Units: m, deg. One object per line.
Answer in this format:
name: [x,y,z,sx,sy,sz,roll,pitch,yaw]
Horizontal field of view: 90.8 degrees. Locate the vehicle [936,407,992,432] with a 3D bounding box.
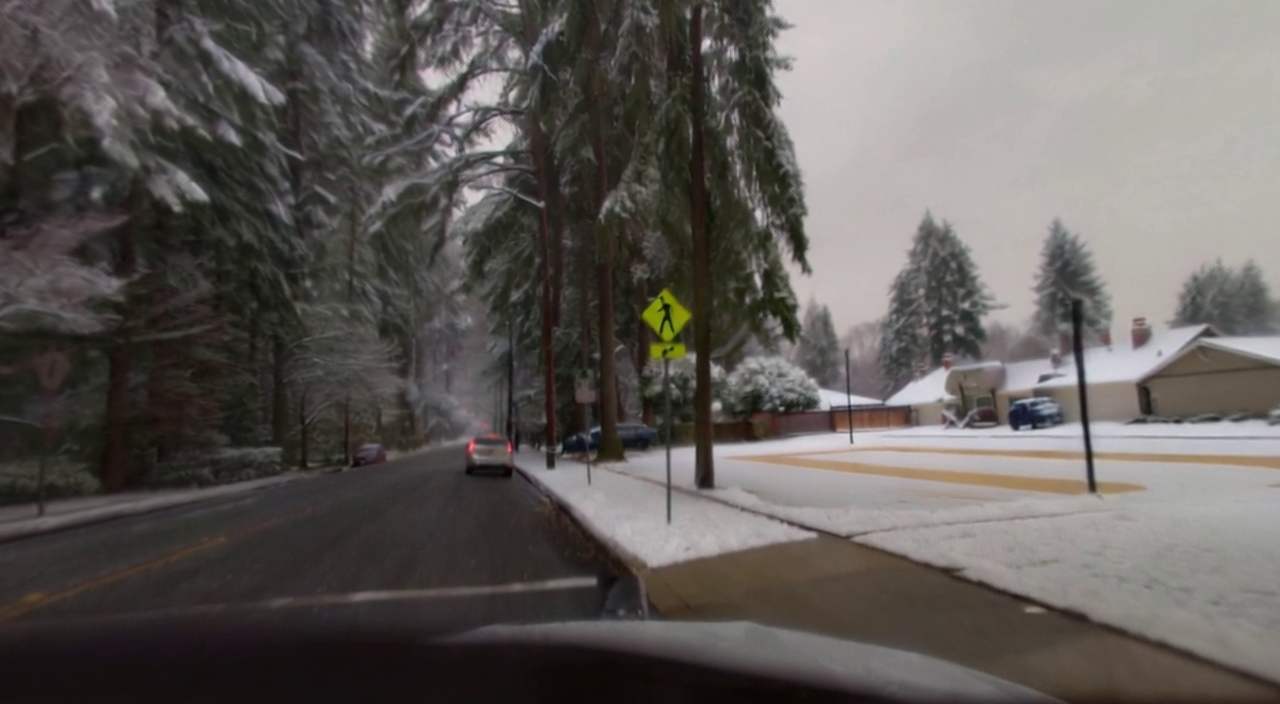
vehicle: [22.348,4.694,43.510,4.245,1.601,1.912,7,-11,-41]

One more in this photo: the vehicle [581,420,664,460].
vehicle: [-0.929,4.880,35.230,1.954,1.696,4.390,-8,-5,43]

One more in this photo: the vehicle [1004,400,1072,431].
vehicle: [23.639,3.797,37.439,4.481,1.634,1.973,7,-11,-39]

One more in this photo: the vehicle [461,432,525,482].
vehicle: [-5.813,4.083,24.864,2.204,1.776,4.262,2,-9,-14]
